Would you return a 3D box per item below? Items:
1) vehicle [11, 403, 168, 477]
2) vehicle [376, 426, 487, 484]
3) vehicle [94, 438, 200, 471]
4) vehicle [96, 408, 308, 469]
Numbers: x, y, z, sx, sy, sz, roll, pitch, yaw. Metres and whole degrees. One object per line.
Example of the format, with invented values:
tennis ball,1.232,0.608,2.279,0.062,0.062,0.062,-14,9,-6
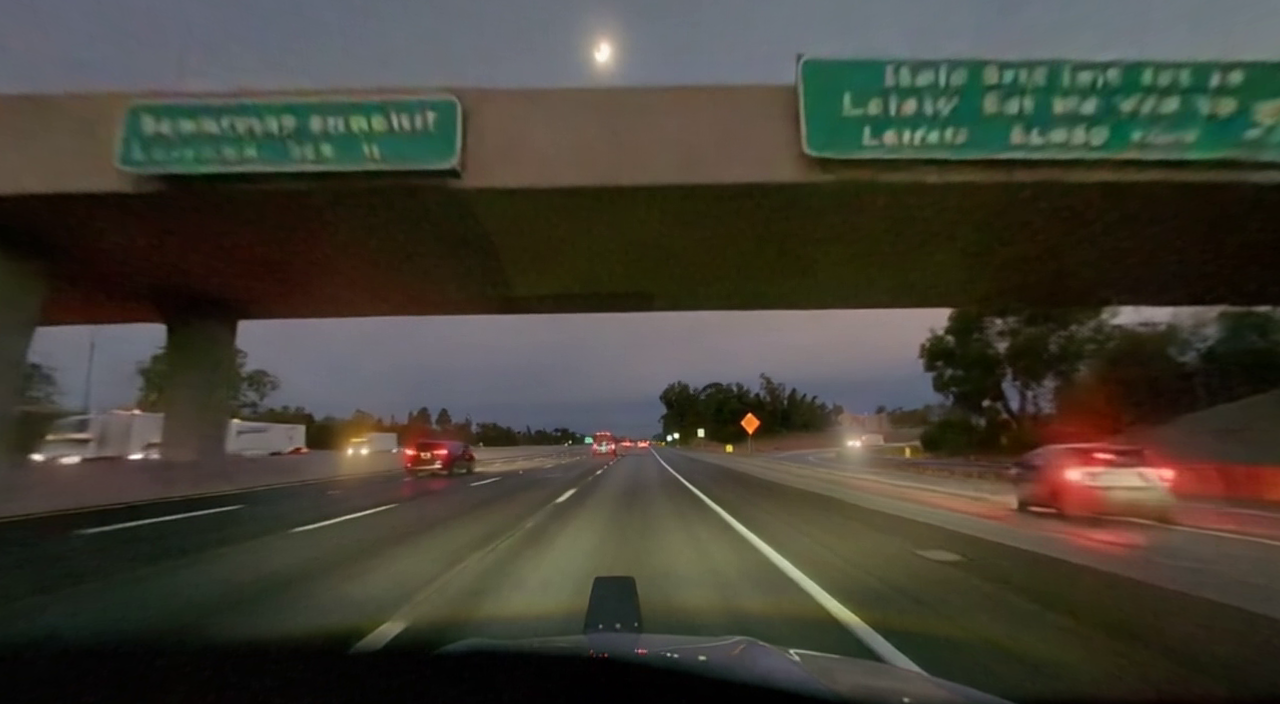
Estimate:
vehicle,-29.937,4.853,34.669,3.023,3.710,5.853,0,-8,2
vehicle,-7.015,3.544,21.901,2.103,1.775,4.966,0,-8,1
vehicle,-25.828,5.369,33.205,1.832,1.611,4.353,-1,-9,4
vehicle,-29.908,6.295,45.114,2.884,3.515,17.319,0,-9,0
